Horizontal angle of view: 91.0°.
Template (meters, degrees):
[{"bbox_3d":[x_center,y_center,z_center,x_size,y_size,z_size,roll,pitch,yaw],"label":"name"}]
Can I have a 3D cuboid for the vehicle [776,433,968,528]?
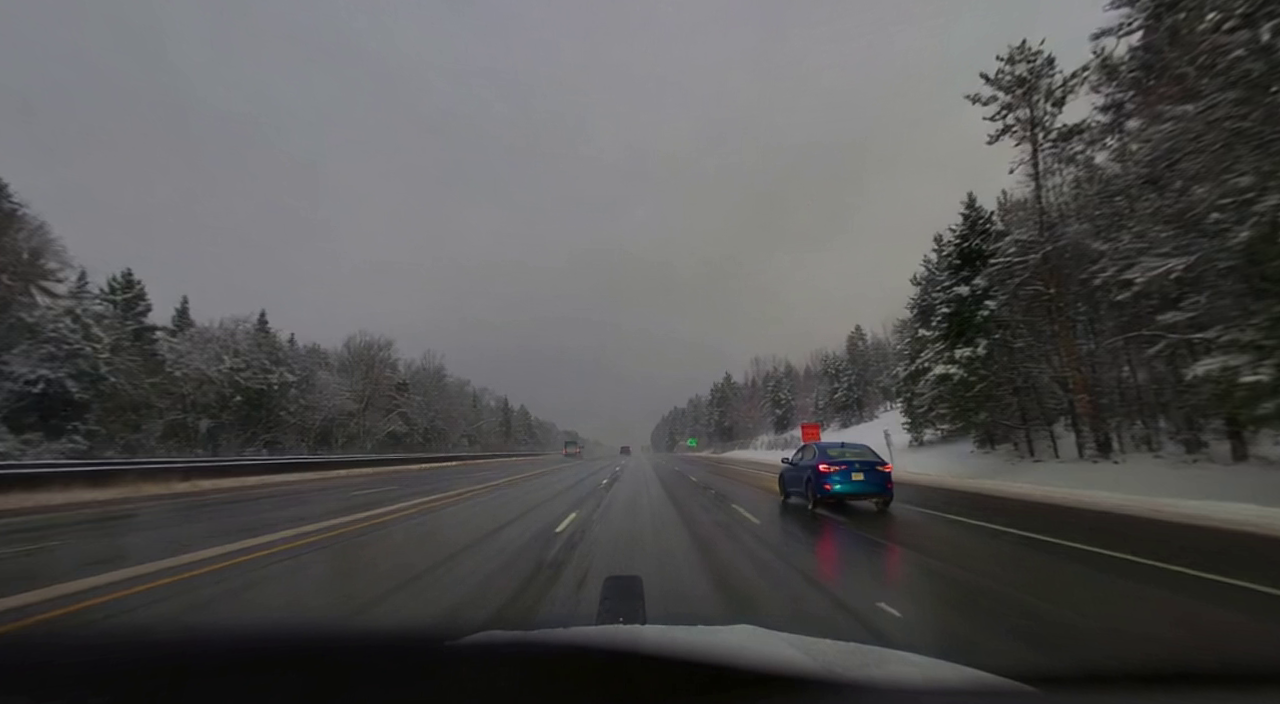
[{"bbox_3d":[4.185,2.393,12.290,2.033,1.501,4.398,0,-9,0],"label":"vehicle"}]
